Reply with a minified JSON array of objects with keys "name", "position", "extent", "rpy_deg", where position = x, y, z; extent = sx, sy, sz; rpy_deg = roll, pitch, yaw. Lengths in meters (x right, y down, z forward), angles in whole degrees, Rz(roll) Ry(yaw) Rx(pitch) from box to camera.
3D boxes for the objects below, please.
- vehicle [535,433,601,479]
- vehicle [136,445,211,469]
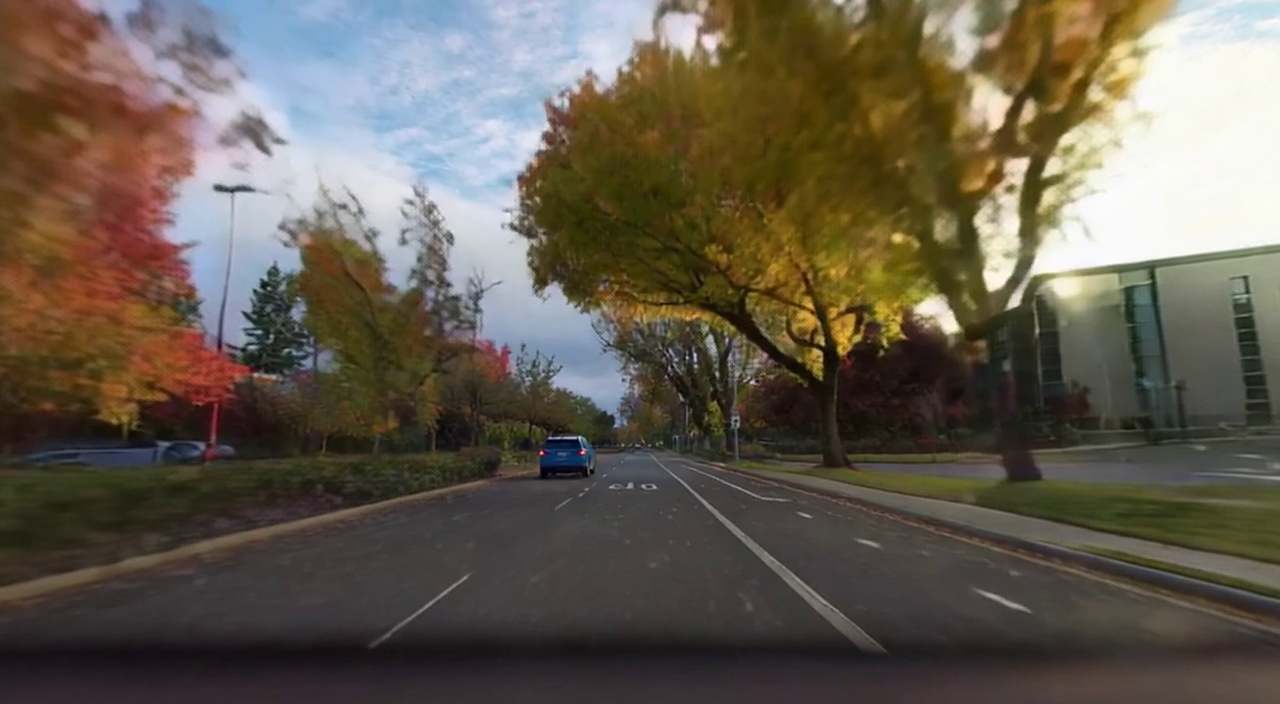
[{"name":"vehicle","position":[-2.994,4.458,27.077],"extent":[2.112,1.779,4.489],"rpy_deg":[0,-9,2]},{"name":"vehicle","position":[-33.539,7.548,45.345],"extent":[3.856,1.655,1.842],"rpy_deg":[1,-9,-3]}]
